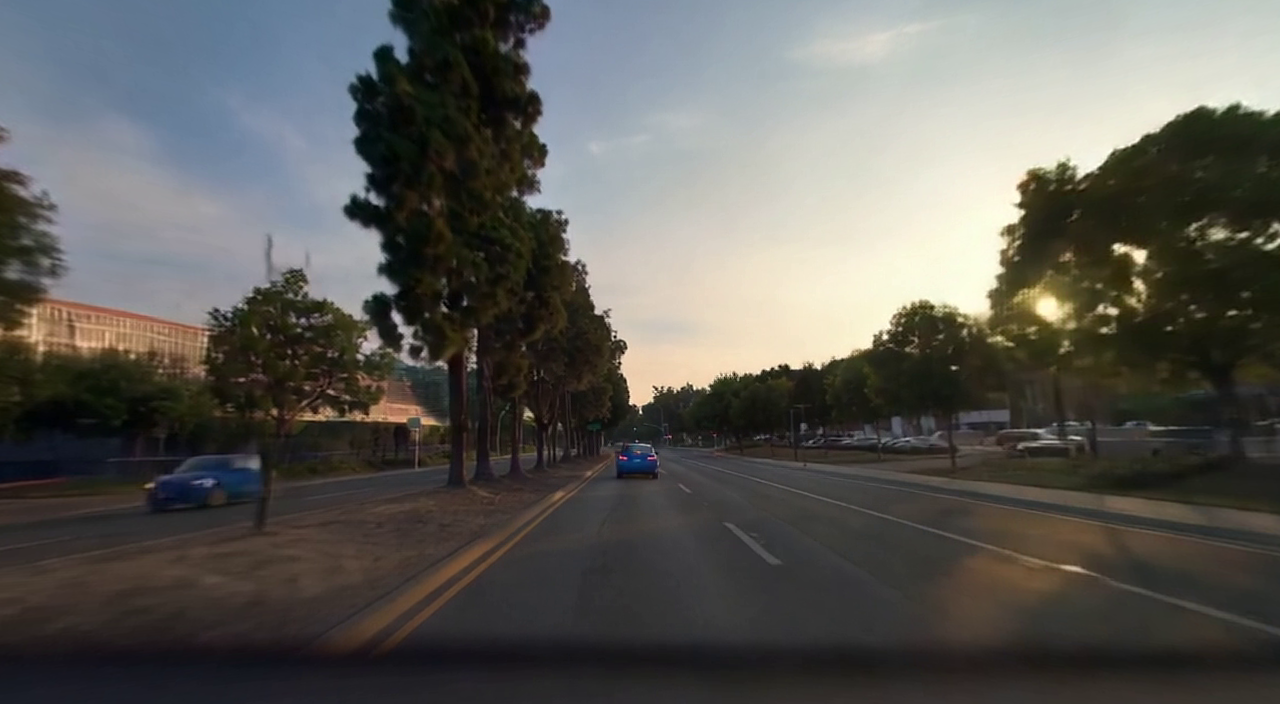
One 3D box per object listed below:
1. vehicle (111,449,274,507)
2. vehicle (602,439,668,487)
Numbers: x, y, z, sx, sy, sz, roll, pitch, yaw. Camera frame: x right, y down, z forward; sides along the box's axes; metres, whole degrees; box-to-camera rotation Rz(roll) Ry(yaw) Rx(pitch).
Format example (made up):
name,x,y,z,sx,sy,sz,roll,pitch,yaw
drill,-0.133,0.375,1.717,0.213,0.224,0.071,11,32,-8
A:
name,x,y,z,sx,sy,sz,roll,pitch,yaw
vehicle,-14.722,4.121,21.202,2.019,1.681,4.548,-1,-8,2
vehicle,-0.169,3.819,22.082,2.042,1.479,4.601,0,-8,0
